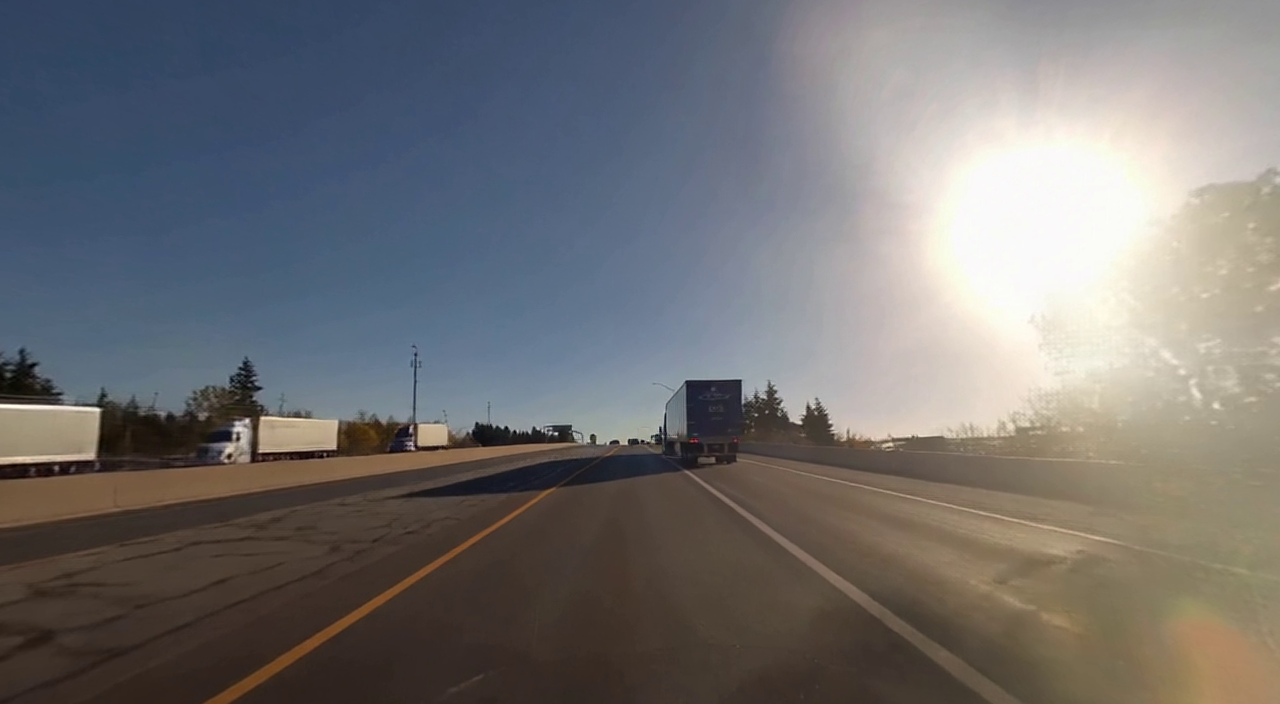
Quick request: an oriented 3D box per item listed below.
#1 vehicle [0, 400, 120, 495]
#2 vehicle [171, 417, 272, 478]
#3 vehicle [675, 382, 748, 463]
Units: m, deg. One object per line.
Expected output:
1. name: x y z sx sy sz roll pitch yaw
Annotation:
1. vehicle: -29.800 4.183 27.458 2.944 4.141 14.436 0 -8 -5
2. vehicle: -30.699 6.964 46.516 2.964 4.145 6.342 0 -7 0
3. vehicle: 3.642 3.934 34.299 2.888 3.866 8.380 0 -8 -1
